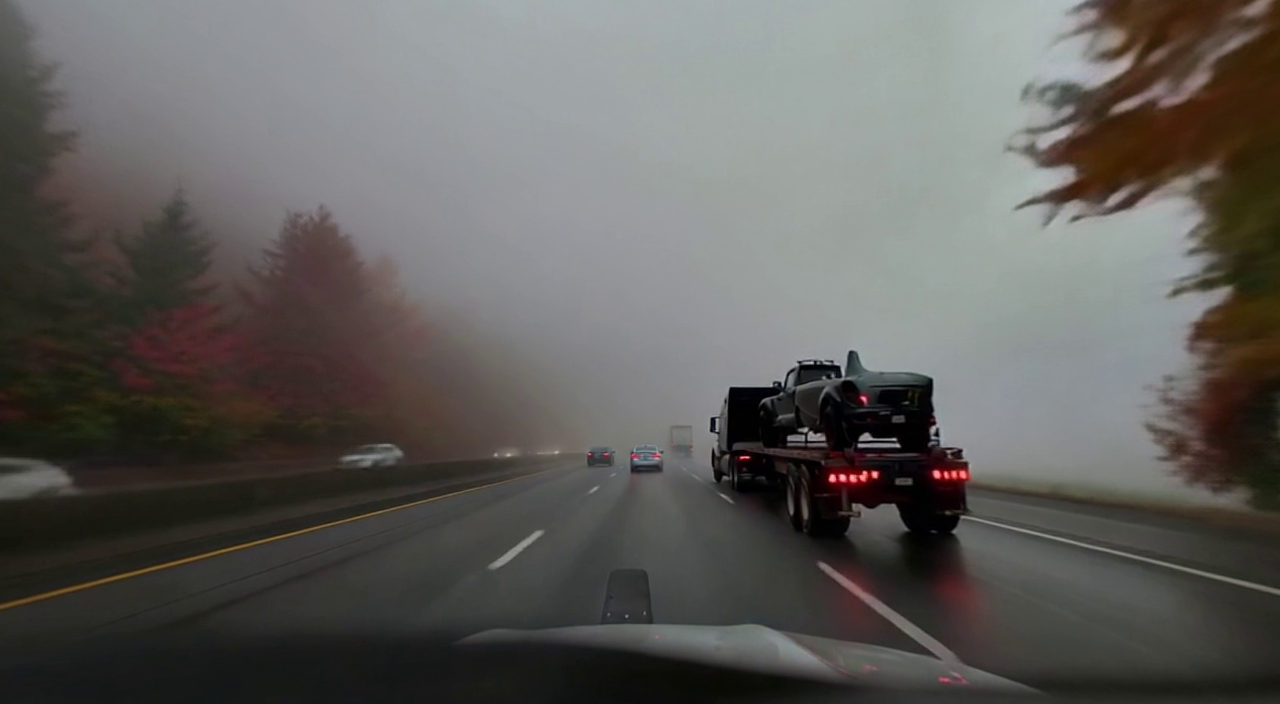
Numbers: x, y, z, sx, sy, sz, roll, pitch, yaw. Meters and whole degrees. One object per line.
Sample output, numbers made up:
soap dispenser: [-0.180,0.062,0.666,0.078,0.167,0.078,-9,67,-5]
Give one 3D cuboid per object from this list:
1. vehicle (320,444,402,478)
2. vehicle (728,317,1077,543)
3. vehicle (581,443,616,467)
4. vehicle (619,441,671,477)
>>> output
vehicle: [-14.050,5.482,31.984,1.925,1.552,4.531,0,-8,2]
vehicle: [4.667,2.053,15.649,3.150,3.257,13.098,0,-8,0]
vehicle: [-2.660,6.709,41.152,1.928,1.464,3.706,0,-8,2]
vehicle: [0.275,4.758,28.307,2.152,1.484,4.211,0,-8,2]
